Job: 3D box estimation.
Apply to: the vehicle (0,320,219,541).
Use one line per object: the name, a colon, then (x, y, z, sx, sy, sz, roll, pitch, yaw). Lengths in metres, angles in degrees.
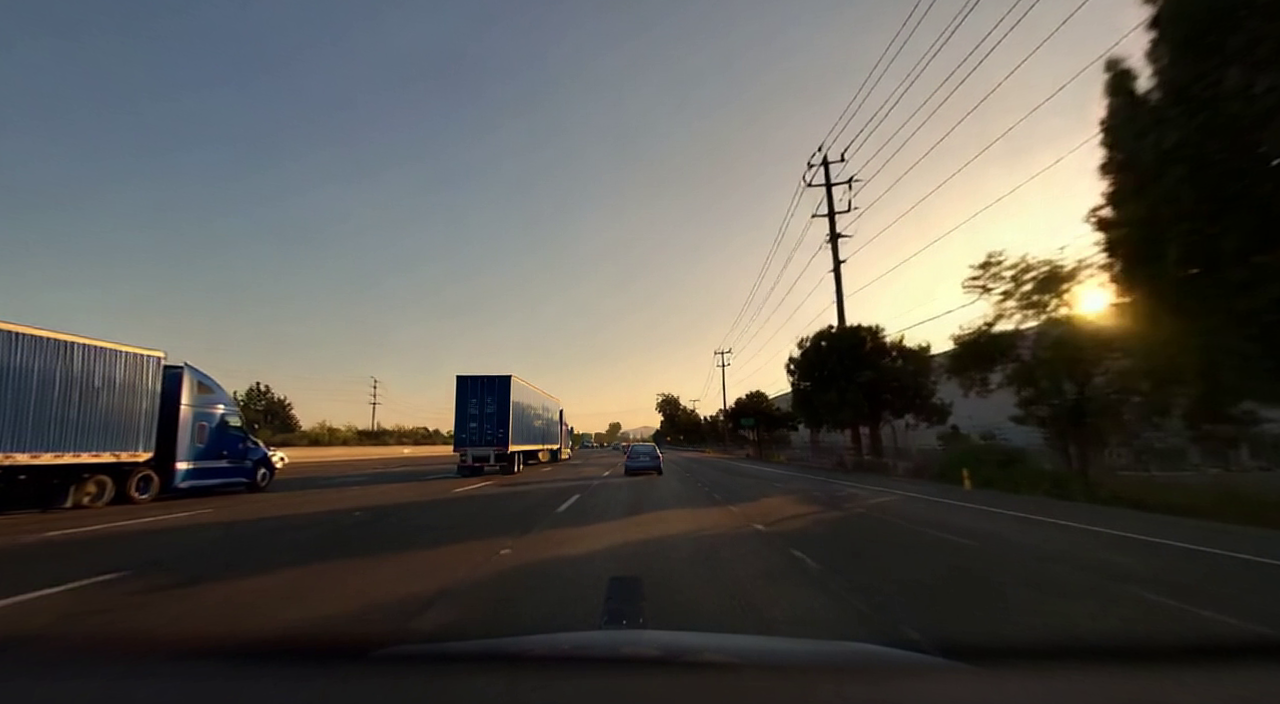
vehicle: (-10.651, 1.090, 8.813, 2.896, 3.140, 9.491, 0, -9, 1)

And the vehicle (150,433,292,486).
vehicle: (-14.704, 3.776, 22.502, 1.938, 1.679, 4.469, 0, -9, 0)

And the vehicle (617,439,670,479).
vehicle: (0.141, 4.519, 26.894, 2.055, 1.514, 4.323, 0, -9, 0)

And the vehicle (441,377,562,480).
vehicle: (-6.439, 4.164, 32.776, 2.907, 4.081, 15.311, 0, -9, 0)
